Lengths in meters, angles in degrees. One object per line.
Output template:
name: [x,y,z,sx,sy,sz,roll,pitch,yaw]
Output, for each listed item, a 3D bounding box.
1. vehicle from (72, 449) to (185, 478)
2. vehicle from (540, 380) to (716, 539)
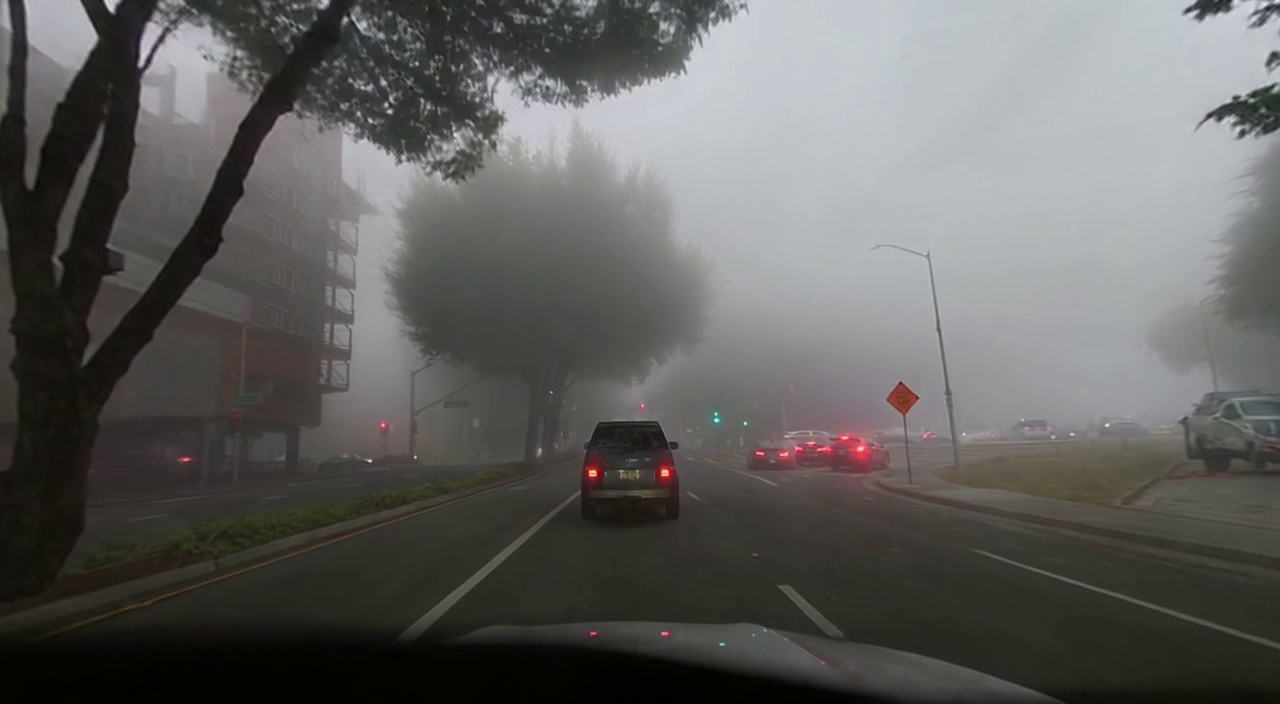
vehicle: [-36.021,7.826,44.464,5.755,1.945,2.403,0,-8,-1]
vehicle: [-0.328,1.863,11.416,2.350,2.122,5.801,0,-8,-3]
